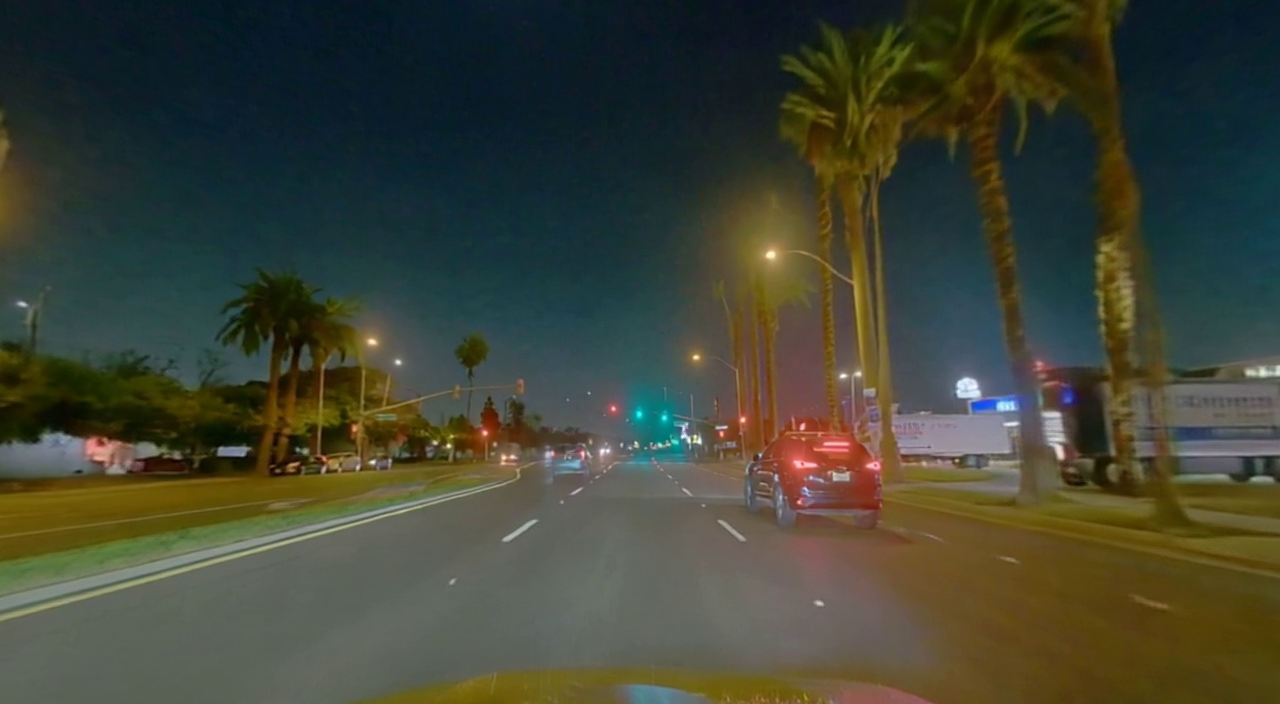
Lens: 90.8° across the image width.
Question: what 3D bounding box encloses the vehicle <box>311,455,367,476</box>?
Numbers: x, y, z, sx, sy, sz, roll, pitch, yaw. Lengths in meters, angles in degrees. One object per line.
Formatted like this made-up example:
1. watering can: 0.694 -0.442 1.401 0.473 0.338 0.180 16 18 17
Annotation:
1. vehicle: -22.583 8.523 47.644 1.997 1.434 4.569 0 -9 0

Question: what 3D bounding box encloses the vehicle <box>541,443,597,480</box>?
1. vehicle: -3.011 4.737 27.550 2.034 1.498 3.995 0 -9 -1

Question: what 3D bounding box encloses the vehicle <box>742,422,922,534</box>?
1. vehicle: 3.344 2.288 12.028 1.982 1.711 4.276 0 -9 -1

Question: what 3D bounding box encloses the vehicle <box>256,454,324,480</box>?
1. vehicle: -22.517 7.383 40.807 2.045 1.536 3.911 0 -9 1

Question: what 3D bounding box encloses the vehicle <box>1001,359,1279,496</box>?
1. vehicle: 14.479 2.103 17.542 7.195 3.468 2.597 0 -9 -3

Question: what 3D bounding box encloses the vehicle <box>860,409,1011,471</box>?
1. vehicle: 15.799 4.770 34.241 6.704 3.194 2.704 -1 -9 6
